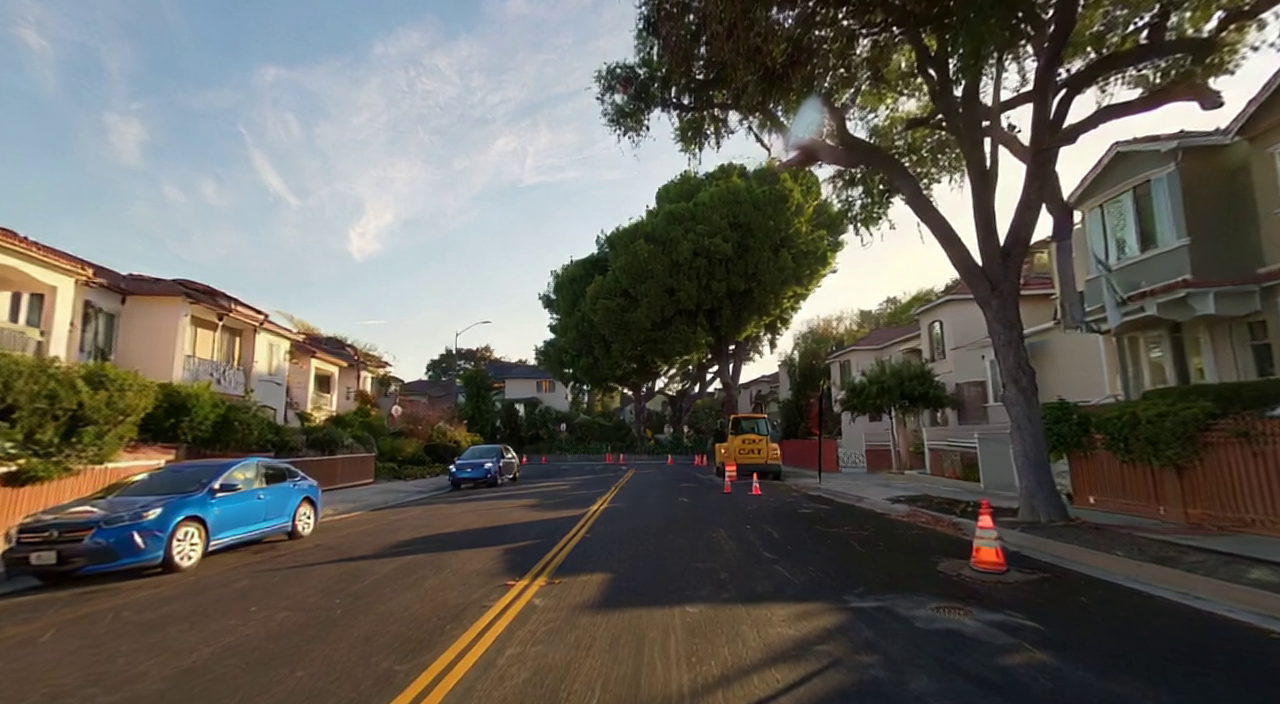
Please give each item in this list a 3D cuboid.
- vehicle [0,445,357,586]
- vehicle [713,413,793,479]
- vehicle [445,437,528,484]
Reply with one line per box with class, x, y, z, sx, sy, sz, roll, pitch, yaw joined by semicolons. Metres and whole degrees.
vehicle;-6.430;2.194;9.541;1.974;1.479;4.888;-1;-8;1
vehicle;4.777;4.064;27.291;2.501;2.613;3.505;1;-9;-6
vehicle;-6.319;4.509;26.594;2.220;1.765;4.799;-1;-8;1
